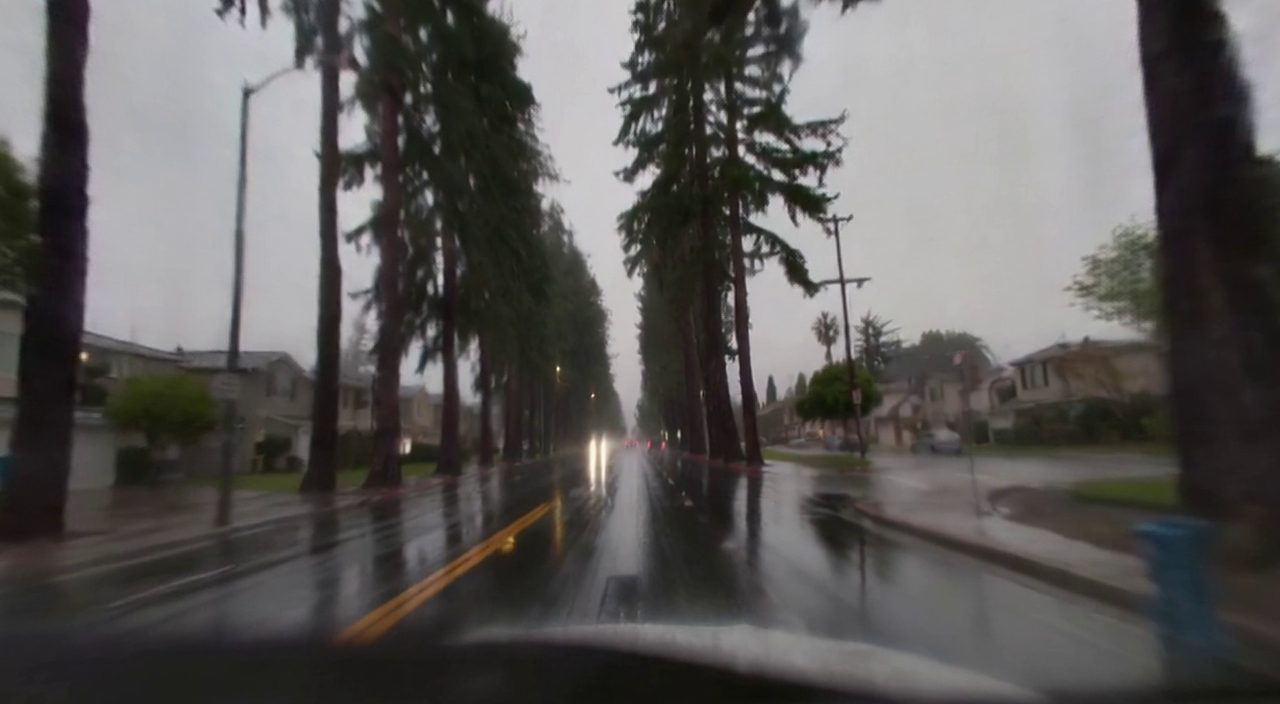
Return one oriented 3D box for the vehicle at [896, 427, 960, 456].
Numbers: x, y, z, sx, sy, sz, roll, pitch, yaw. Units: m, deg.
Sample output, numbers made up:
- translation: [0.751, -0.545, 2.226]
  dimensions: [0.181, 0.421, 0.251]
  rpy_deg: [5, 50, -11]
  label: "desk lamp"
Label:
- translation: [18.209, 5.745, 40.217]
  dimensions: [1.936, 1.722, 4.562]
  rpy_deg: [0, -9, 1]
  label: "vehicle"
